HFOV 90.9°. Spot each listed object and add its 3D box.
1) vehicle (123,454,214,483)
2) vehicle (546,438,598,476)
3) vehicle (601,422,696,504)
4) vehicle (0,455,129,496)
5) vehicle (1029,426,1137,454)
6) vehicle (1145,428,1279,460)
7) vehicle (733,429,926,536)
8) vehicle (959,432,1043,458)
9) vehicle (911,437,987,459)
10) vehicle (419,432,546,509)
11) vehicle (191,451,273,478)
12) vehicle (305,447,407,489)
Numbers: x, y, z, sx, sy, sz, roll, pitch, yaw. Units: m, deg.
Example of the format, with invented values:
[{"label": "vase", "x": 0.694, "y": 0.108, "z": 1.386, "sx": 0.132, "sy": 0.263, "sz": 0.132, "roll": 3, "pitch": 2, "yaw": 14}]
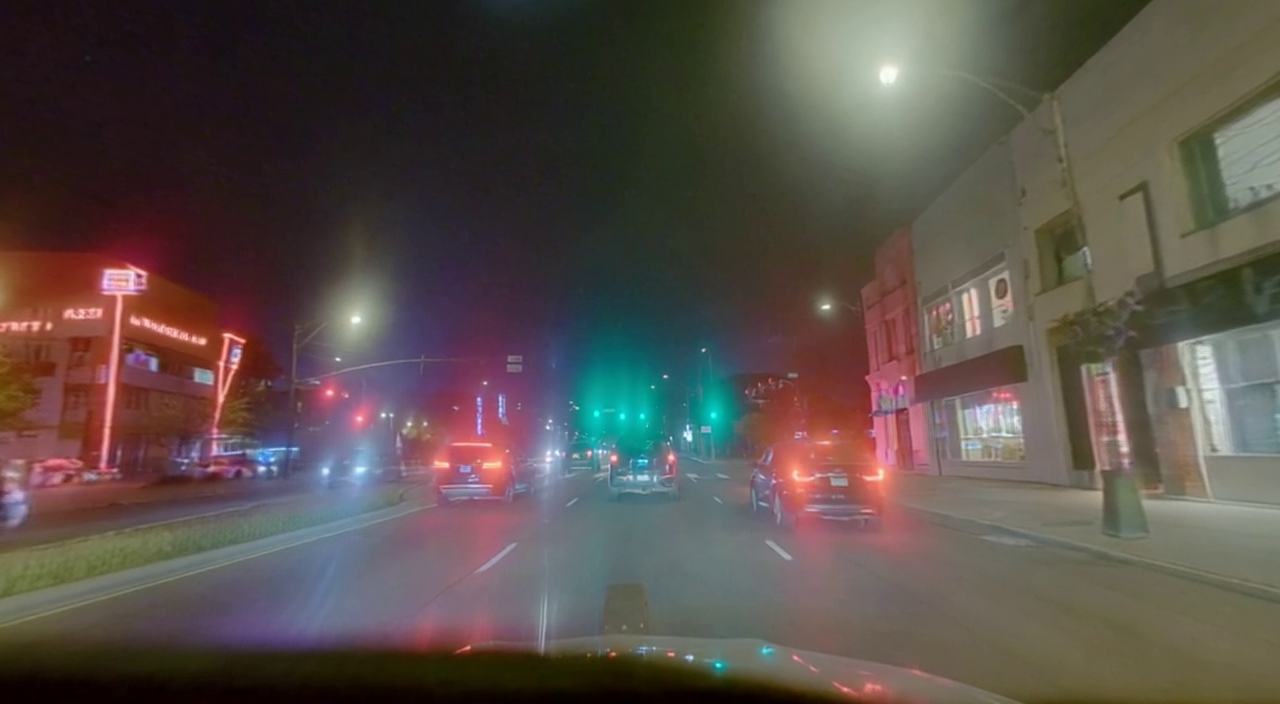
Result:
[{"label": "vehicle", "x": -29.544, "y": 7.276, "z": 39.574, "sx": 4.337, "sy": 1.690, "sz": 1.875, "roll": -2, "pitch": -8, "yaw": 5}, {"label": "vehicle", "x": -3.070, "y": 4.842, "z": 29.278, "sx": 1.894, "sy": 1.642, "sz": 3.861, "roll": 0, "pitch": -8, "yaw": 2}, {"label": "vehicle", "x": 0.226, "y": 2.731, "z": 15.894, "sx": 2.075, "sy": 1.770, "sz": 4.018, "roll": 0, "pitch": -8, "yaw": 1}, {"label": "vehicle", "x": -29.891, "y": 6.150, "z": 31.754, "sx": 2.021, "sy": 1.802, "sz": 5.987, "roll": -5, "pitch": -10, "yaw": 30}, {"label": "vehicle", "x": 29.986, "y": 6.019, "z": 42.811, "sx": 5.516, "sy": 1.780, "sz": 2.064, "roll": -2, "pitch": -9, "yaw": 9}, {"label": "vehicle", "x": 29.089, "y": 4.701, "z": 32.141, "sx": 4.736, "sy": 1.526, "sz": 1.878, "roll": -2, "pitch": -9, "yaw": 12}, {"label": "vehicle", "x": 2.989, "y": 2.160, "z": 11.093, "sx": 2.030, "sy": 1.492, "sz": 4.383, "roll": 0, "pitch": -8, "yaw": 0}, {"label": "vehicle", "x": 23.326, "y": 6.013, "z": 40.817, "sx": 4.236, "sy": 1.617, "sz": 1.832, "roll": -1, "pitch": -9, "yaw": 10}, {"label": "vehicle", "x": 21.579, "y": 6.738, "z": 44.148, "sx": 4.315, "sy": 1.461, "sz": 1.803, "roll": -1, "pitch": -9, "yaw": 7}, {"label": "vehicle", "x": -3.638, "y": 2.811, "z": 15.393, "sx": 1.886, "sy": 1.599, "sz": 4.247, "roll": 0, "pitch": -8, "yaw": 2}, {"label": "vehicle", "x": -27.495, "y": 7.569, "z": 42.518, "sx": 4.221, "sy": 1.703, "sz": 1.930, "roll": -1, "pitch": -8, "yaw": 5}, {"label": "vehicle", "x": -11.279, "y": 4.606, "z": 25.432, "sx": 1.900, "sy": 1.494, "sz": 4.489, "roll": 0, "pitch": -8, "yaw": 2}]
